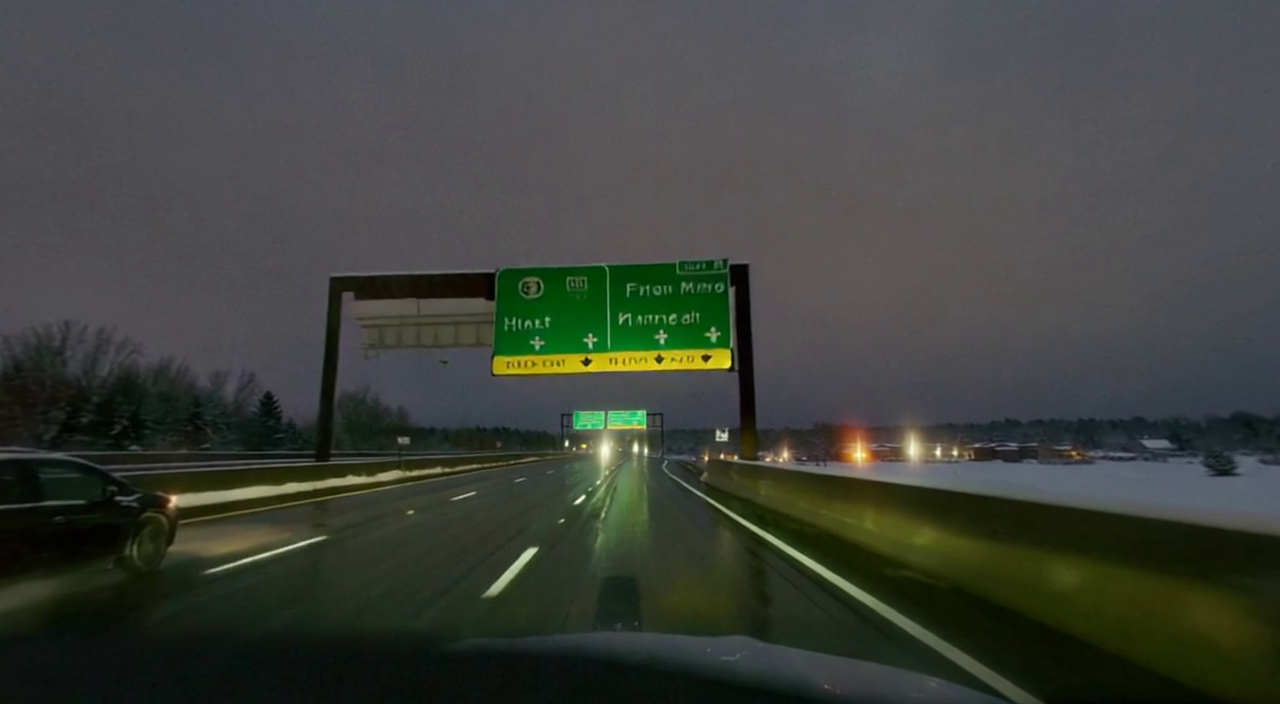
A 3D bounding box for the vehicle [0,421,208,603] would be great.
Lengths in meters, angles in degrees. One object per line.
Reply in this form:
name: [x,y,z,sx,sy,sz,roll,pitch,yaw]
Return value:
vehicle: [-6.629,1.469,5.856,2.034,1.578,4.488,-1,-9,-1]
